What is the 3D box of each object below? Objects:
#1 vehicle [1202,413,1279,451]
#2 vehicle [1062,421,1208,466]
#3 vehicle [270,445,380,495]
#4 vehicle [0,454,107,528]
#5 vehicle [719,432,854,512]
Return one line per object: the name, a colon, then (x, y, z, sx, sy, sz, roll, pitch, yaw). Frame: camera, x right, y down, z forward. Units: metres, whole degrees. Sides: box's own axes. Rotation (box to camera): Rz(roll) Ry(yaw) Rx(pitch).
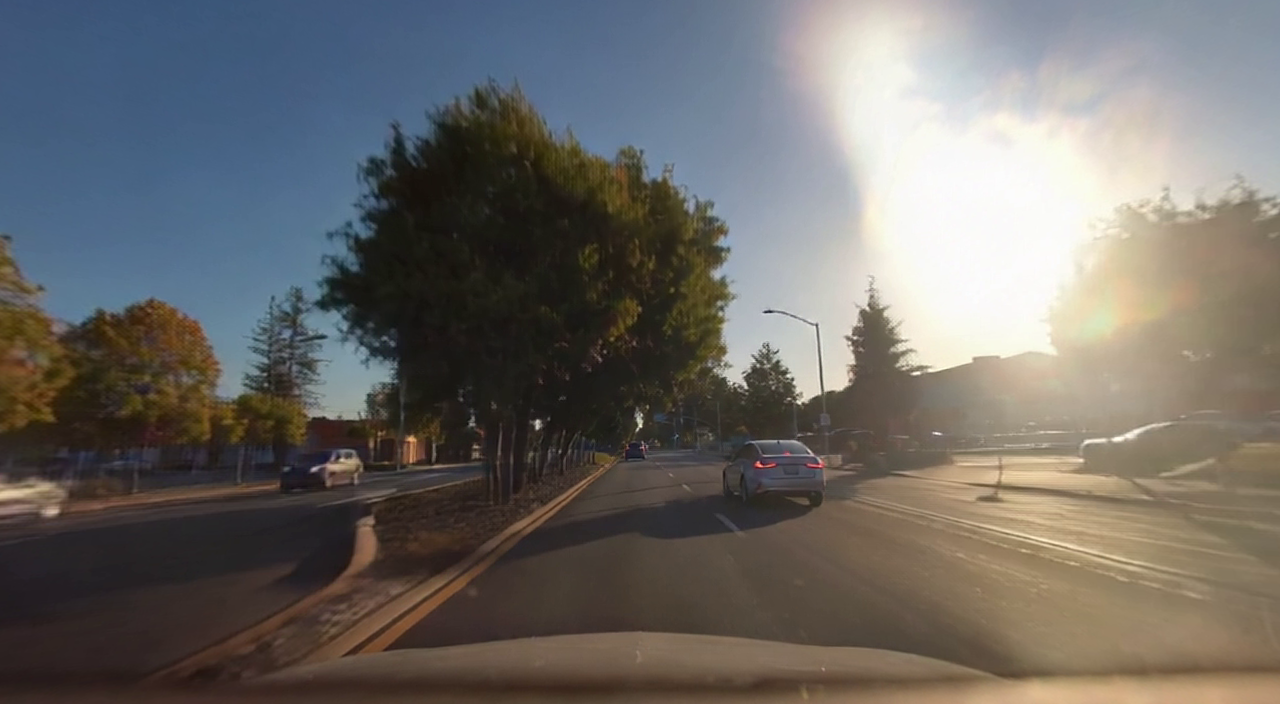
vehicle: (32.413, 4.146, 32.645, 4.597, 1.886, 2.143, 0, -8, 1)
vehicle: (20.054, 3.741, 25.722, 4.376, 1.735, 1.854, 0, -8, -1)
vehicle: (-12.487, 4.653, 25.447, 2.063, 1.812, 4.502, 0, -8, 1)
vehicle: (-16.469, 3.476, 15.888, 2.032, 1.728, 4.633, 0, -8, 0)
vehicle: (3.321, 2.825, 15.408, 1.995, 1.616, 4.729, 0, -8, -2)
